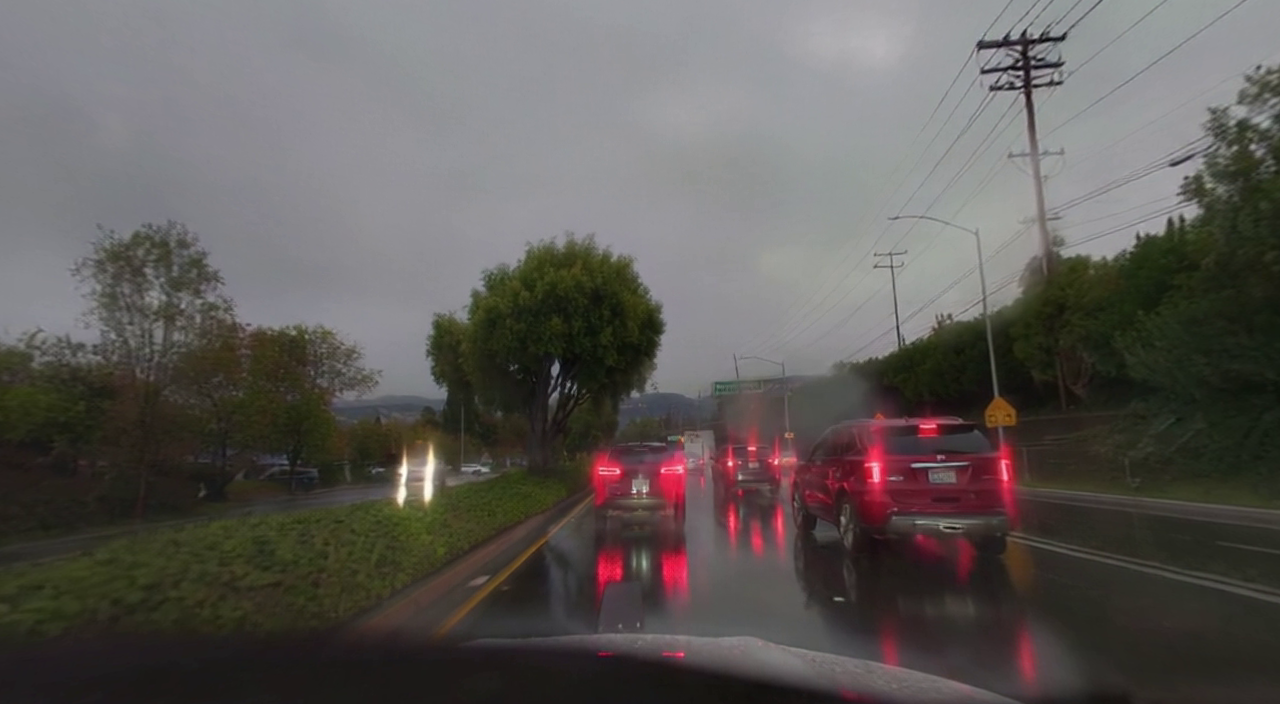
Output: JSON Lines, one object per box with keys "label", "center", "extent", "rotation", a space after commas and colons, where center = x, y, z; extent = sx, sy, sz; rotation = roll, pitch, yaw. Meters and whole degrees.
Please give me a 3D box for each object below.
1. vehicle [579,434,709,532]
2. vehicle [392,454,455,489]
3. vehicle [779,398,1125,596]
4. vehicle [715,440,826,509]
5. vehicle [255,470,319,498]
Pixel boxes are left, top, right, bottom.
{"label": "vehicle", "center": [0.041, 2.529, 12.842], "extent": [2.199, 1.641, 4.232], "rotation": [0, -8, -1]}
{"label": "vehicle", "center": [-13.013, 7.185, 38.364], "extent": [2.107, 1.931, 5.015], "rotation": [0, -8, -1]}
{"label": "vehicle", "center": [3.401, 1.683, 8.228], "extent": [2.097, 1.818, 4.625], "rotation": [0, -8, 0]}
{"label": "vehicle", "center": [3.316, 3.188, 16.924], "extent": [2.064, 1.591, 4.081], "rotation": [0, -8, 0]}
{"label": "vehicle", "center": [-22.576, 8.447, 40.576], "extent": [1.847, 1.554, 3.926], "rotation": [0, -8, 0]}
